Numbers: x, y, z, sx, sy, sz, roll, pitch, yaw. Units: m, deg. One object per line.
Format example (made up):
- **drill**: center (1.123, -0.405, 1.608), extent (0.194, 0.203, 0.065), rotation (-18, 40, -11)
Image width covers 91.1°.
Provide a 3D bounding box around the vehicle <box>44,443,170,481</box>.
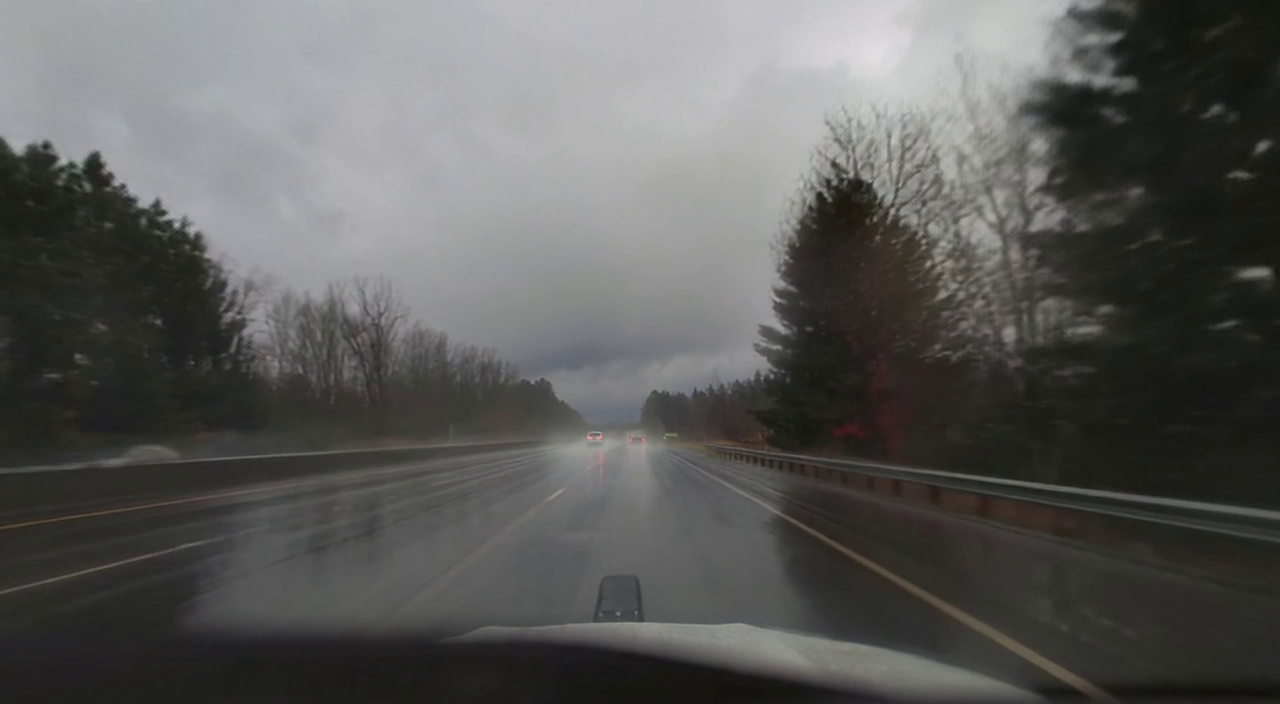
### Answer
- **vehicle**: center (-25.104, 5.162, 29.896), extent (1.877, 1.559, 4.830), rotation (0, -8, -1)
